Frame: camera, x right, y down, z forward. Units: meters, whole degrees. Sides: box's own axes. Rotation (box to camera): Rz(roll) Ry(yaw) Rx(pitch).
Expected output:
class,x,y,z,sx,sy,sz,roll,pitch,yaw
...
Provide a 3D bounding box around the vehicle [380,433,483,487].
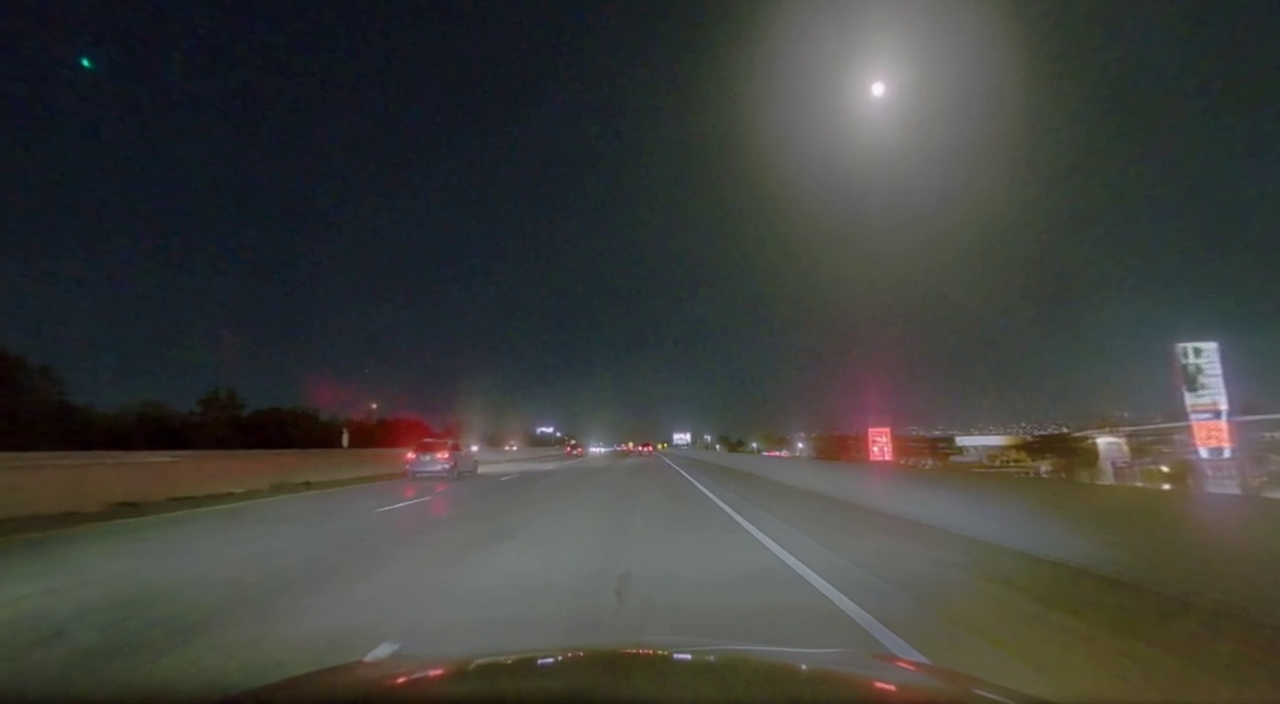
class,x,y,z,sx,sy,sz,roll,pitch,yaw
vehicle,-7.209,3.767,22.385,2.088,1.678,4.426,-1,-8,1
